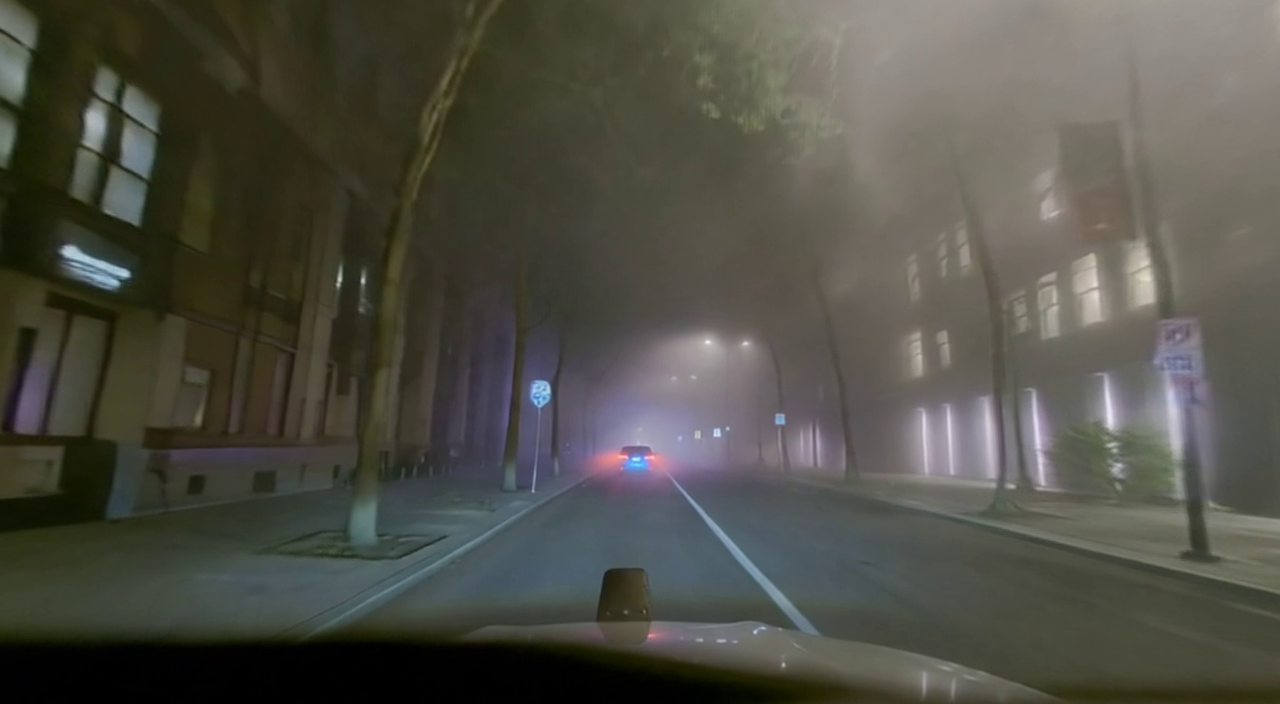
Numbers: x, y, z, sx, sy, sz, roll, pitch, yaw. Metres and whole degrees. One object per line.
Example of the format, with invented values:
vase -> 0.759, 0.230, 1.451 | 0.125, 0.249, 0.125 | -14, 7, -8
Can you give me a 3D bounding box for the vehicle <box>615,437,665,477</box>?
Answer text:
vehicle -> -0.031, 4.679, 28.265 | 2.079, 1.621, 3.861 | 0, -9, -1
